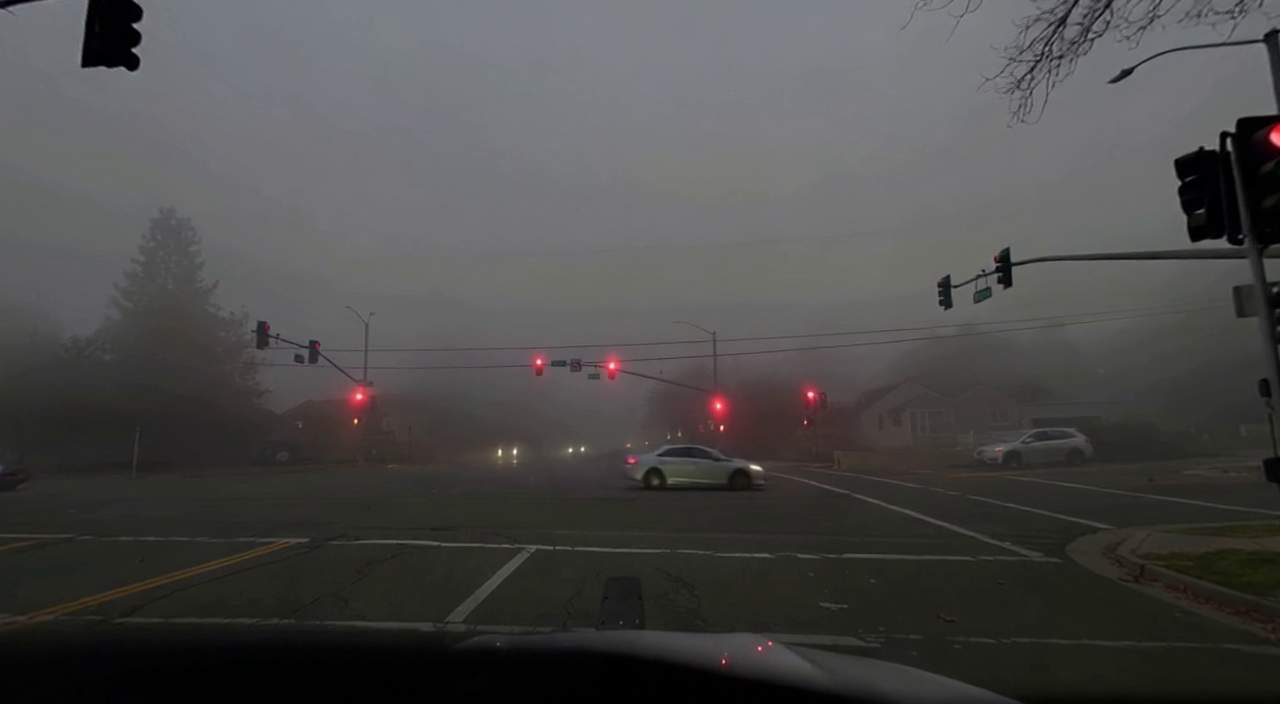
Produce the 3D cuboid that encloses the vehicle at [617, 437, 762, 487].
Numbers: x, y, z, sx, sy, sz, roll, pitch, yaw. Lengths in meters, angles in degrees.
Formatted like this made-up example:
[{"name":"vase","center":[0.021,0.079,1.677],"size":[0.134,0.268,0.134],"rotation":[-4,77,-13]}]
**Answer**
[{"name":"vehicle","center":[1.683,3.786,21.836],"size":[4.734,1.585,1.940],"rotation":[-1,-8,5]}]
